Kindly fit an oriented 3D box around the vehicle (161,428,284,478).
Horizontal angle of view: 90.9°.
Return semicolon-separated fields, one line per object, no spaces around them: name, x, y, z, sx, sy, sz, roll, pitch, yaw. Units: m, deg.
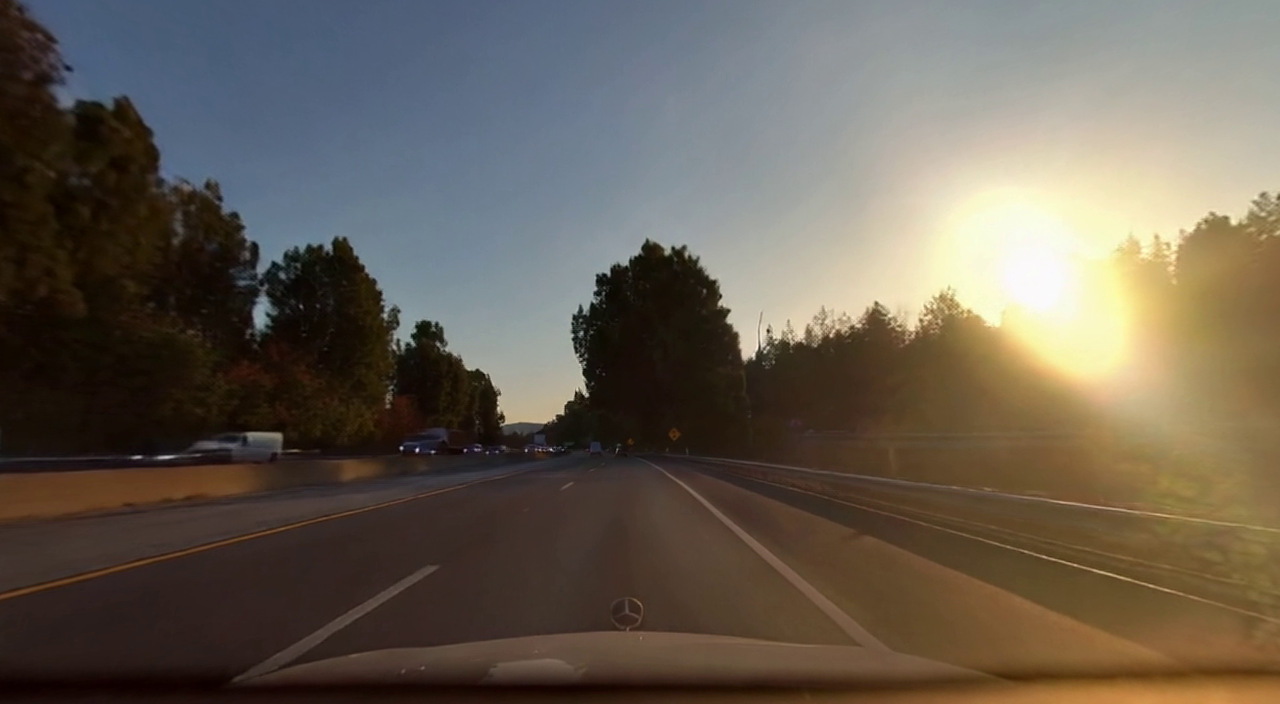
vehicle;-18.442;4.494;28.196;2.145;2.042;4.848;0;-9;0

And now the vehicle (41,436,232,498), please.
vehicle;-14.034;3.220;17.965;1.846;1.517;4.301;-1;-9;0

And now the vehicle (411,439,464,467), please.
vehicle;-13.869;6.966;43.434;2.107;1.790;4.620;0;-9;0
